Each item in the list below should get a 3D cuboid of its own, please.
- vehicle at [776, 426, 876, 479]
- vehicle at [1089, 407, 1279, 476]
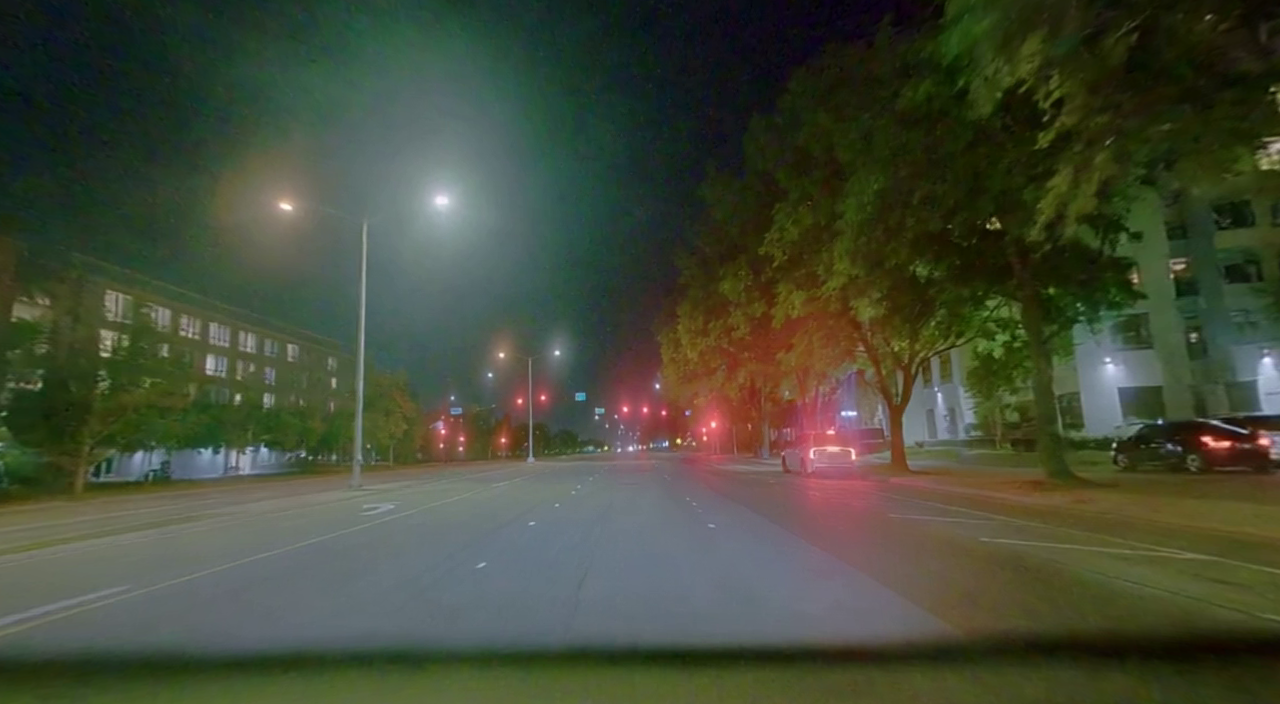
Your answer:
[{"bbox_3d":[7.374,4.075,25.811,2.234,1.880,5.812,0,-9,-1],"label":"vehicle"},{"bbox_3d":[17.275,2.840,19.953,2.295,1.874,5.096,0,-9,-2],"label":"vehicle"}]
